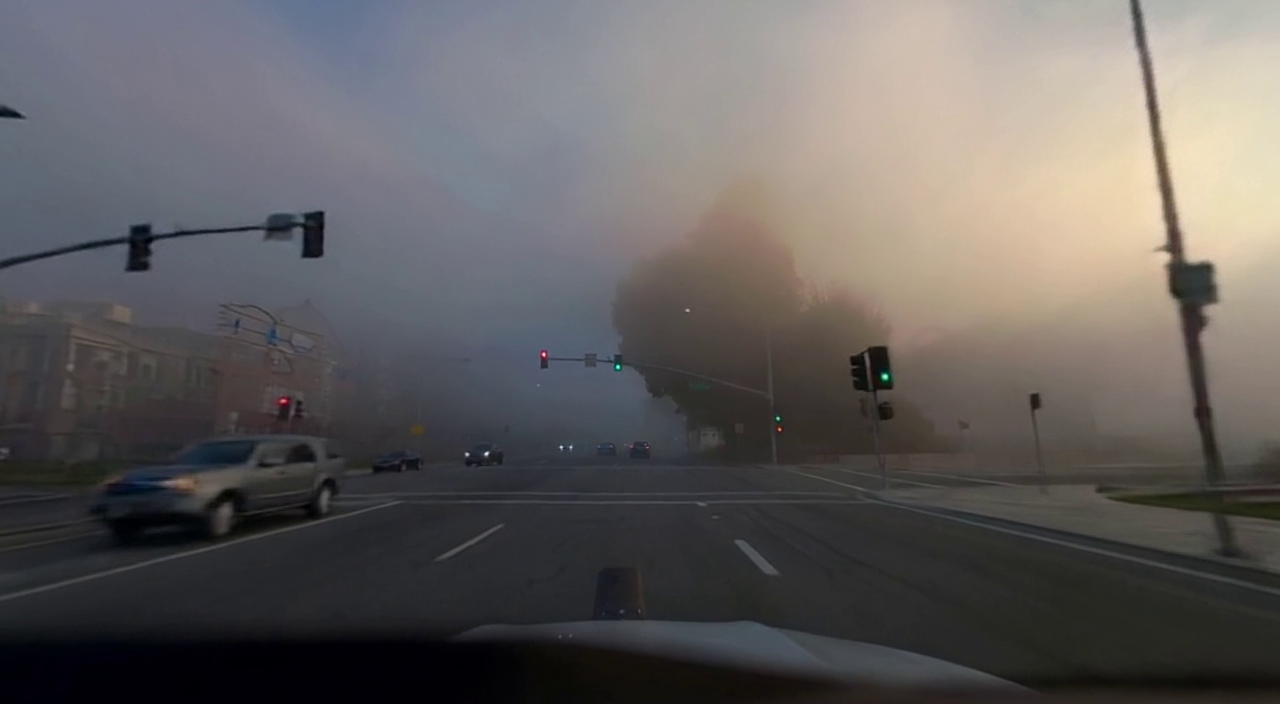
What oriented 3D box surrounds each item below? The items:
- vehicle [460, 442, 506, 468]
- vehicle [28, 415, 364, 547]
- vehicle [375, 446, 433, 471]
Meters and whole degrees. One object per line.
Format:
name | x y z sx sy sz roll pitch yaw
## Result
vehicle | -10.787 7.093 43.679 1.893 1.654 4.127 0 -9 2
vehicle | -6.864 2.040 10.627 2.262 1.708 4.466 0 -9 2
vehicle | -14.542 6.581 39.157 1.847 1.453 4.286 0 -9 2
